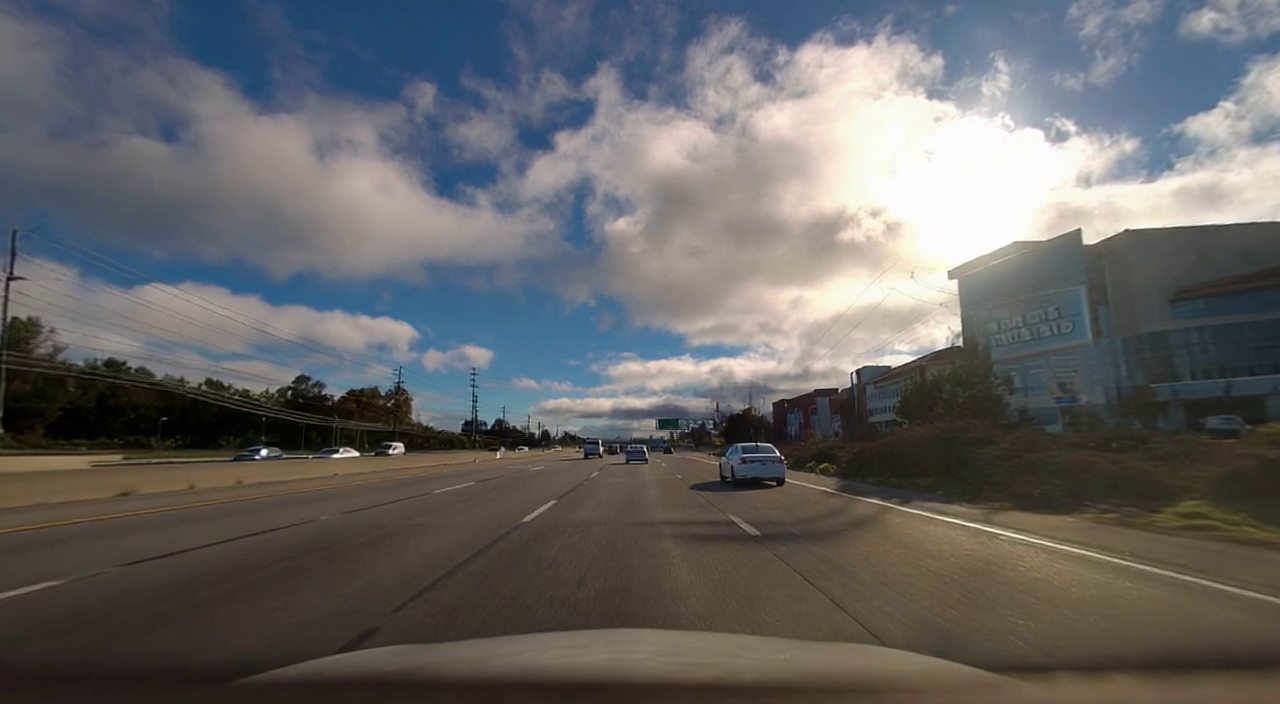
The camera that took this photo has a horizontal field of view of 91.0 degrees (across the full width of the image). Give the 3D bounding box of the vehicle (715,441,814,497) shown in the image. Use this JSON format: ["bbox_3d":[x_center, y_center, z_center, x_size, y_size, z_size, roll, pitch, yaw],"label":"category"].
[{"bbox_3d":[3.681,3.536,19.528,1.995,1.533,4.463,0,-8,-2],"label":"vehicle"}]

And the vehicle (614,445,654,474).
[{"bbox_3d":[-0.345,5.840,34.481,2.019,1.472,3.971,0,-8,-1],"label":"vehicle"}]

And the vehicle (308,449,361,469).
[{"bbox_3d":[-23.766,8.327,49.105,1.853,1.476,4.522,0,-8,0],"label":"vehicle"}]
